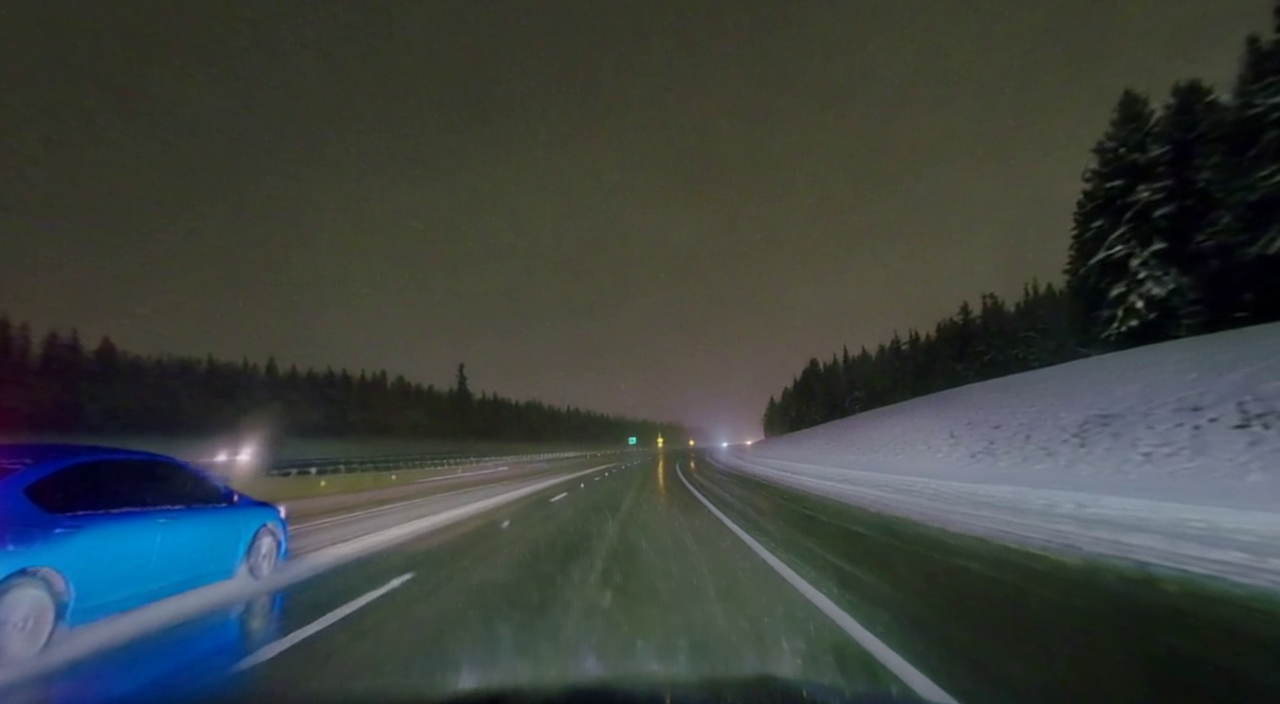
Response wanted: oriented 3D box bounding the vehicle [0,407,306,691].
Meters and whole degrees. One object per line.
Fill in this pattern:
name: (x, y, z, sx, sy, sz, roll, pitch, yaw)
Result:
vehicle: (-4.392, 1.228, 4.494, 1.928, 1.504, 3.745, 0, -9, 0)
